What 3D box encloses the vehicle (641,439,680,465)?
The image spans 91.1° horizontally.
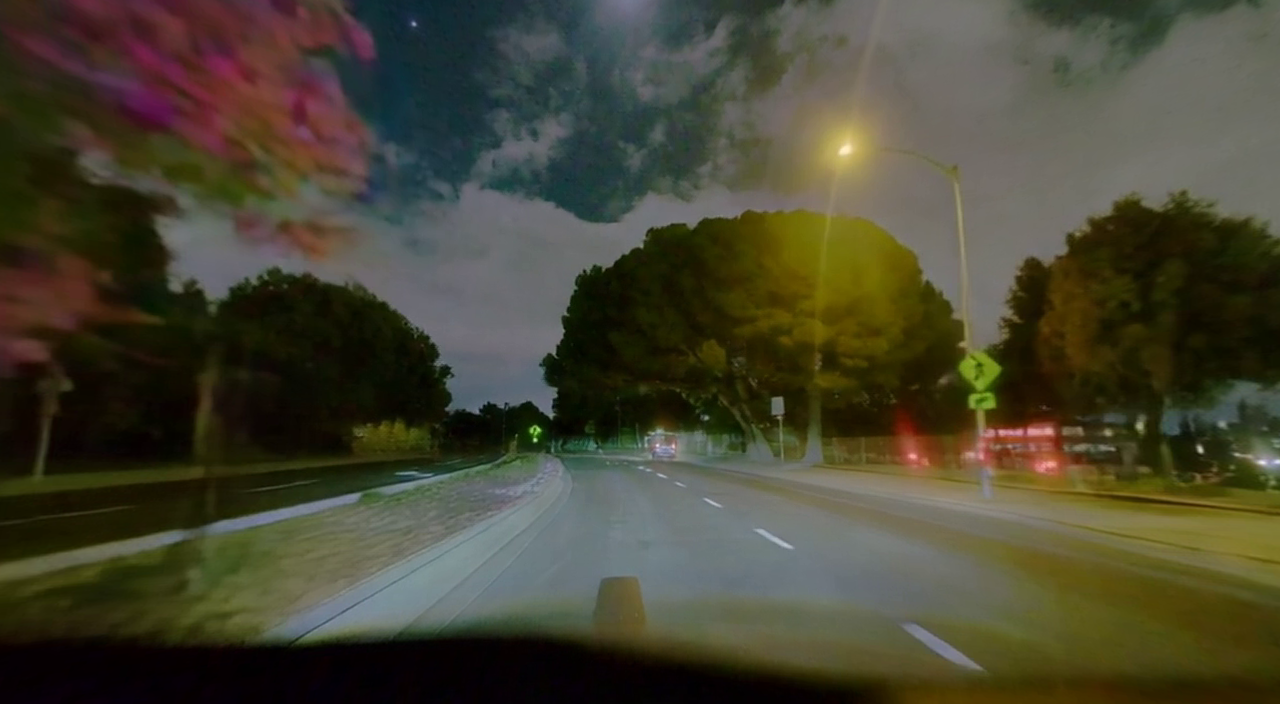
[{"bbox_3d":[1.489,7.522,47.489,2.166,1.828,4.607,1,-9,-9],"label":"vehicle"}]
